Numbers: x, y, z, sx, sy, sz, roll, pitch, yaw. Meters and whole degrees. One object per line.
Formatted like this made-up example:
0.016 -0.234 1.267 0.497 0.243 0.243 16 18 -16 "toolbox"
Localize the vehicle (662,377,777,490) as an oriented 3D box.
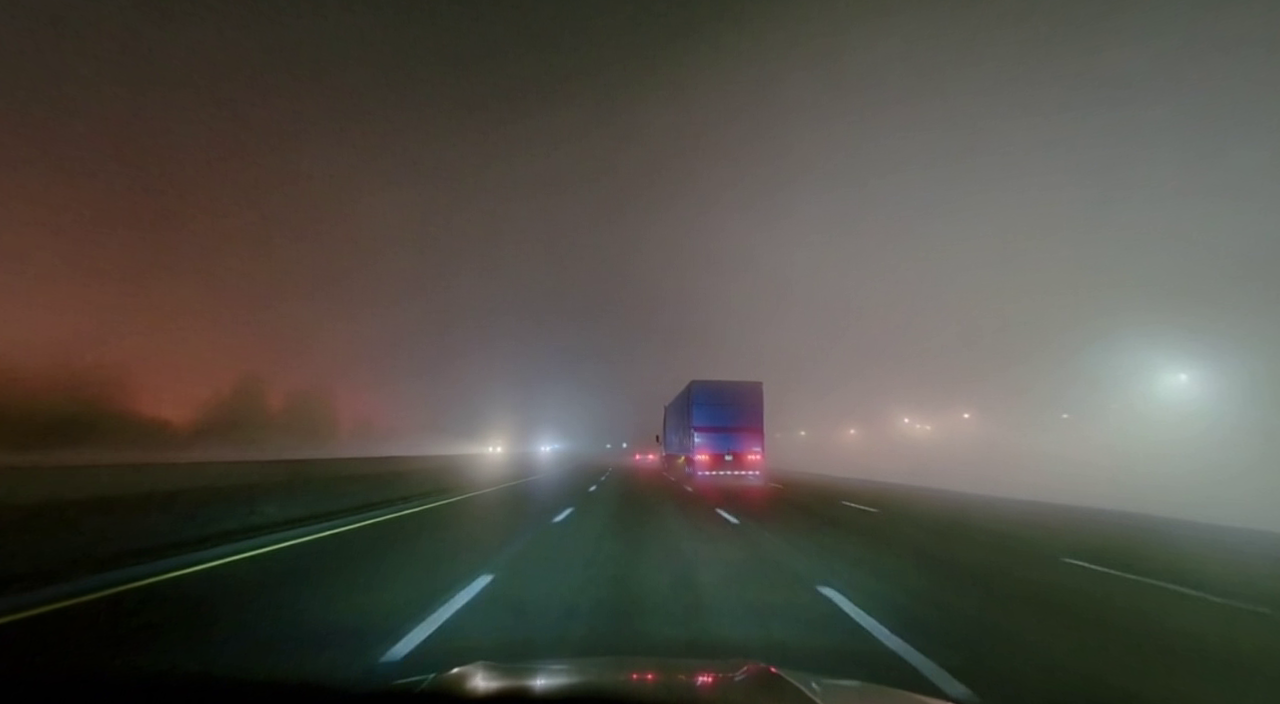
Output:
3.209 4.245 31.481 3.462 4.177 16.311 0 -9 0 "vehicle"
